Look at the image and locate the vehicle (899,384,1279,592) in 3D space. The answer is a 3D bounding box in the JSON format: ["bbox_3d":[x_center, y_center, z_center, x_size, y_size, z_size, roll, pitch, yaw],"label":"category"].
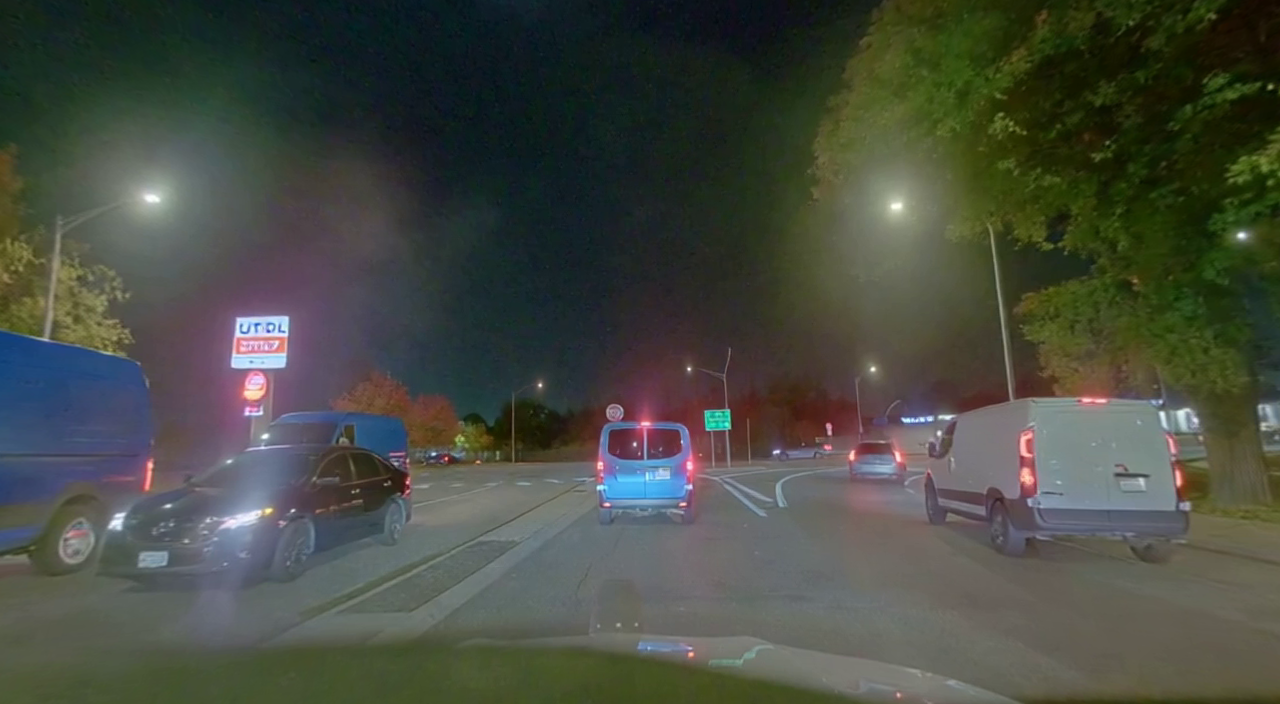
[{"bbox_3d":[5.463,1.686,8.669,2.204,1.973,4.946,-1,-9,7],"label":"vehicle"}]

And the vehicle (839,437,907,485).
[{"bbox_3d":[8.977,4.182,24.306,2.150,1.655,4.045,-4,-10,20],"label":"vehicle"}]

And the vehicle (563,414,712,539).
[{"bbox_3d":[0.182,2.202,11.775,2.237,1.828,4.546,-1,-9,6],"label":"vehicle"}]

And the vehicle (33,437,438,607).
[{"bbox_3d":[-4.313,1.836,7.873,1.869,1.465,4.503,-1,-9,3],"label":"vehicle"}]

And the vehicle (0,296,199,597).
[{"bbox_3d":[-7.662,0.850,5.696,2.342,3.013,6.631,0,-9,2],"label":"vehicle"}]
